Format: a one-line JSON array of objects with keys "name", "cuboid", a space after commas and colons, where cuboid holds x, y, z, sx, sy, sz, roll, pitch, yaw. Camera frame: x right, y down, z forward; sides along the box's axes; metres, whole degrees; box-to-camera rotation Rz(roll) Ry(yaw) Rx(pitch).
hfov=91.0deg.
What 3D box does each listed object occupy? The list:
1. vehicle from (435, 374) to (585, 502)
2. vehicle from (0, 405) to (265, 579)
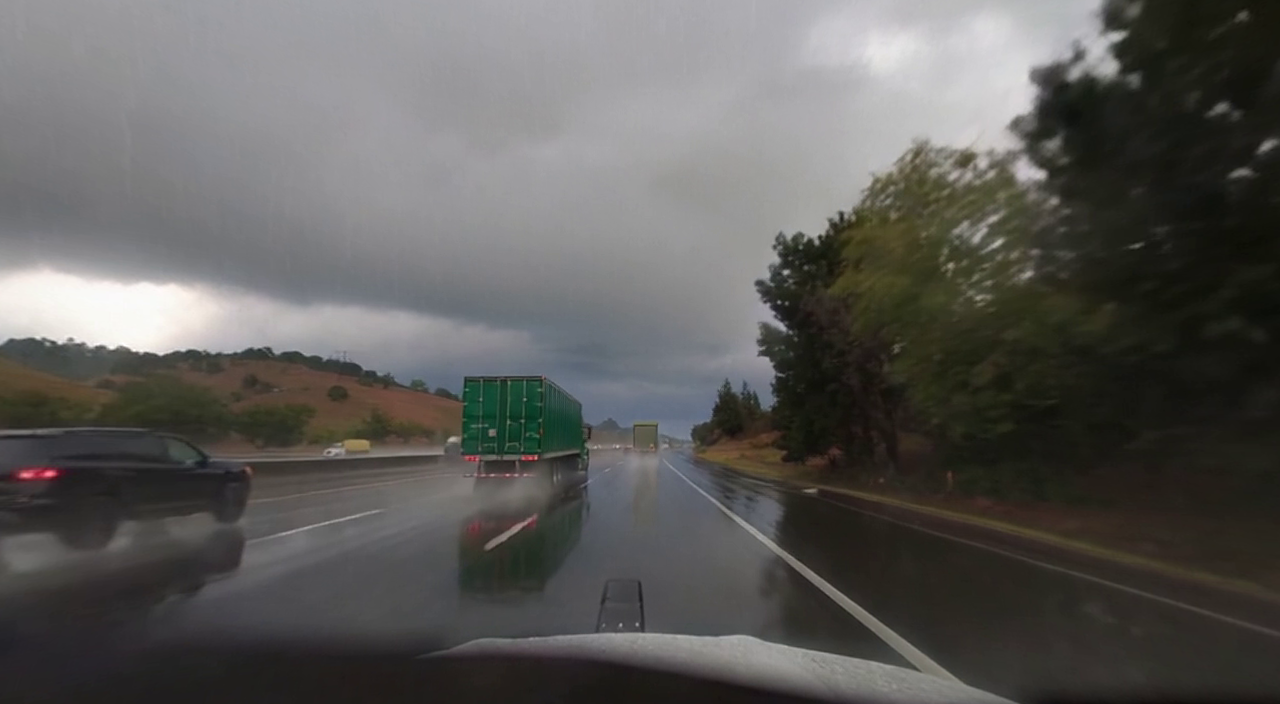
[{"name": "vehicle", "cuboid": [-3.814, 3.034, 21.750, 2.789, 3.271, 10.894, 0, -9, 0]}, {"name": "vehicle", "cuboid": [-7.456, 1.689, 8.228, 2.125, 1.725, 4.715, 0, -9, 0]}]
